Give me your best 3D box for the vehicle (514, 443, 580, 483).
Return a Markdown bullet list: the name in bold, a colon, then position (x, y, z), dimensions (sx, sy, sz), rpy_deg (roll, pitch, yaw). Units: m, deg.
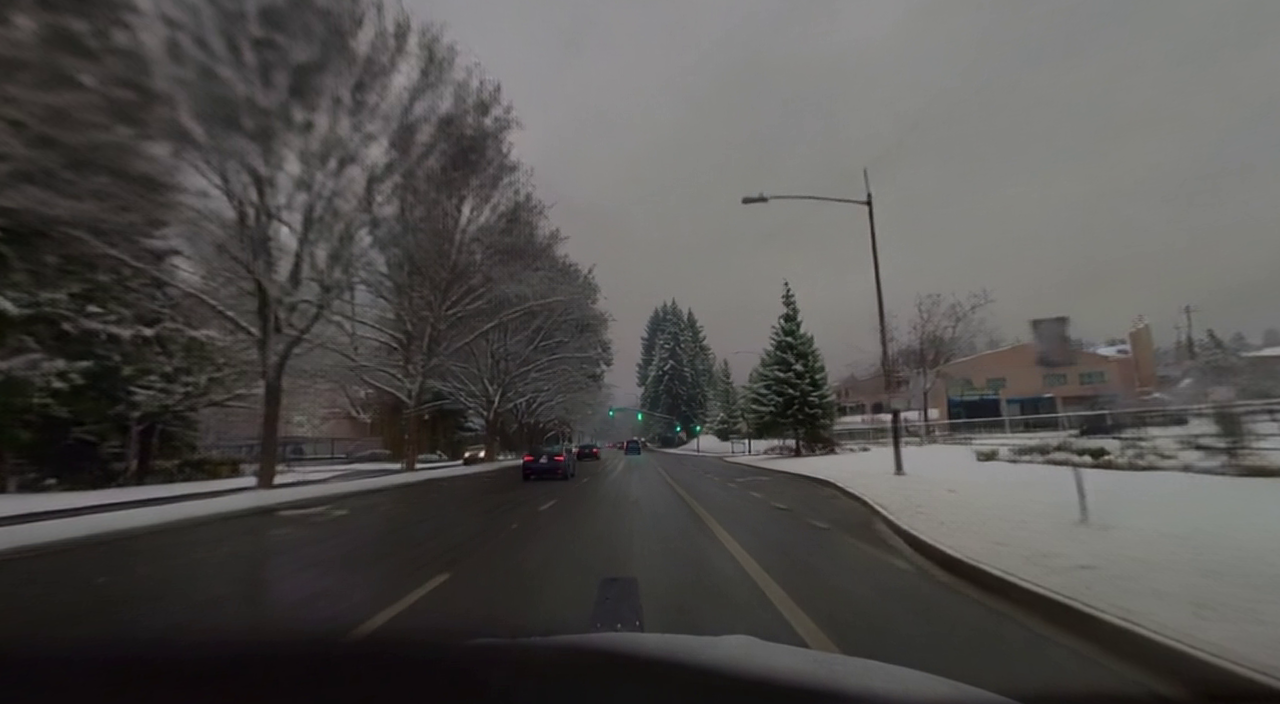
- **vehicle**: position (-3.603, 4.357, 25.201), dimensions (1.932, 1.431, 4.144), rpy_deg (0, -9, 1)
